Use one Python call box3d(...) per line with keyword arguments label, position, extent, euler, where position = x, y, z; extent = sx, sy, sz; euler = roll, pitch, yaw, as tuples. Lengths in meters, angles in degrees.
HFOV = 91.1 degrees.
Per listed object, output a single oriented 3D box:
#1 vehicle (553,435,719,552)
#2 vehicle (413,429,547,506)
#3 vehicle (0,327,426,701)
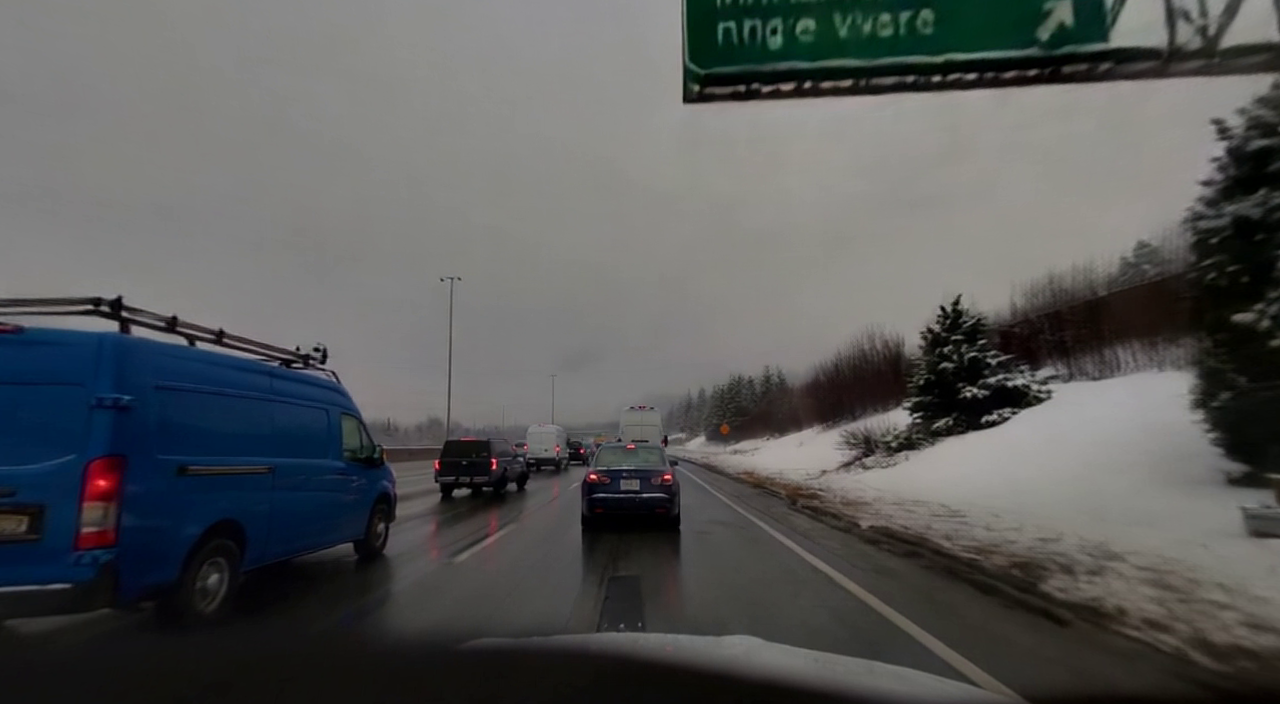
box3d(label="vehicle", position=(-0.051, 2.057, 9.849), extent=(2.054, 1.421, 4.090), euler=(0, -8, 0))
box3d(label="vehicle", position=(-3.853, 2.866, 16.021), extent=(2.114, 1.657, 4.432), euler=(0, -8, 2))
box3d(label="vehicle", position=(-3.862, 1.164, 5.641), extent=(2.142, 1.952, 4.556), euler=(0, -8, 1))
